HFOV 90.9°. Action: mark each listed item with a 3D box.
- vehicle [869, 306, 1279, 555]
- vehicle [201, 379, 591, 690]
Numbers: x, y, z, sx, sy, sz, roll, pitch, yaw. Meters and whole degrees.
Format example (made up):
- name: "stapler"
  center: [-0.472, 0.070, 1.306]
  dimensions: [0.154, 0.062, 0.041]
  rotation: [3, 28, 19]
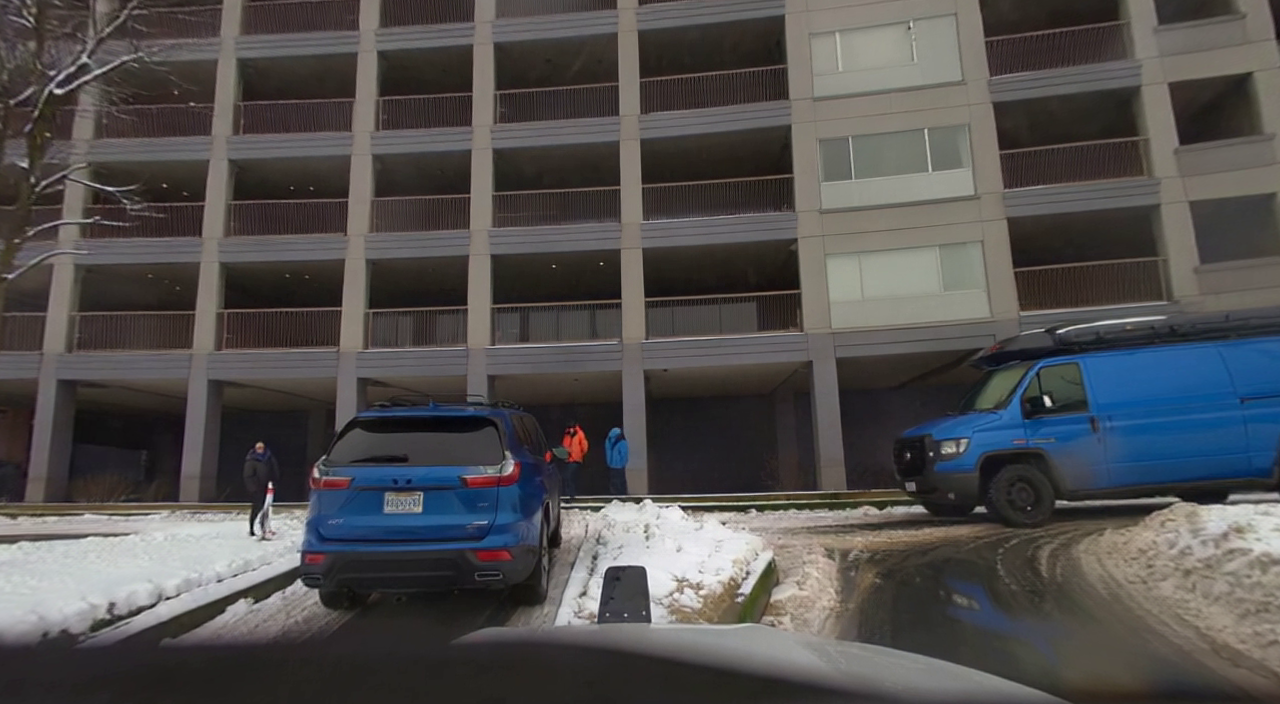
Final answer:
- name: "vehicle"
  center: [6.974, 1.017, 8.244]
  dimensions: [6.932, 2.753, 2.446]
  rotation: [0, -8, 1]
- name: "vehicle"
  center: [-1.651, 1.337, 5.783]
  dimensions: [2.144, 1.733, 4.115]
  rotation: [1, -9, -8]
